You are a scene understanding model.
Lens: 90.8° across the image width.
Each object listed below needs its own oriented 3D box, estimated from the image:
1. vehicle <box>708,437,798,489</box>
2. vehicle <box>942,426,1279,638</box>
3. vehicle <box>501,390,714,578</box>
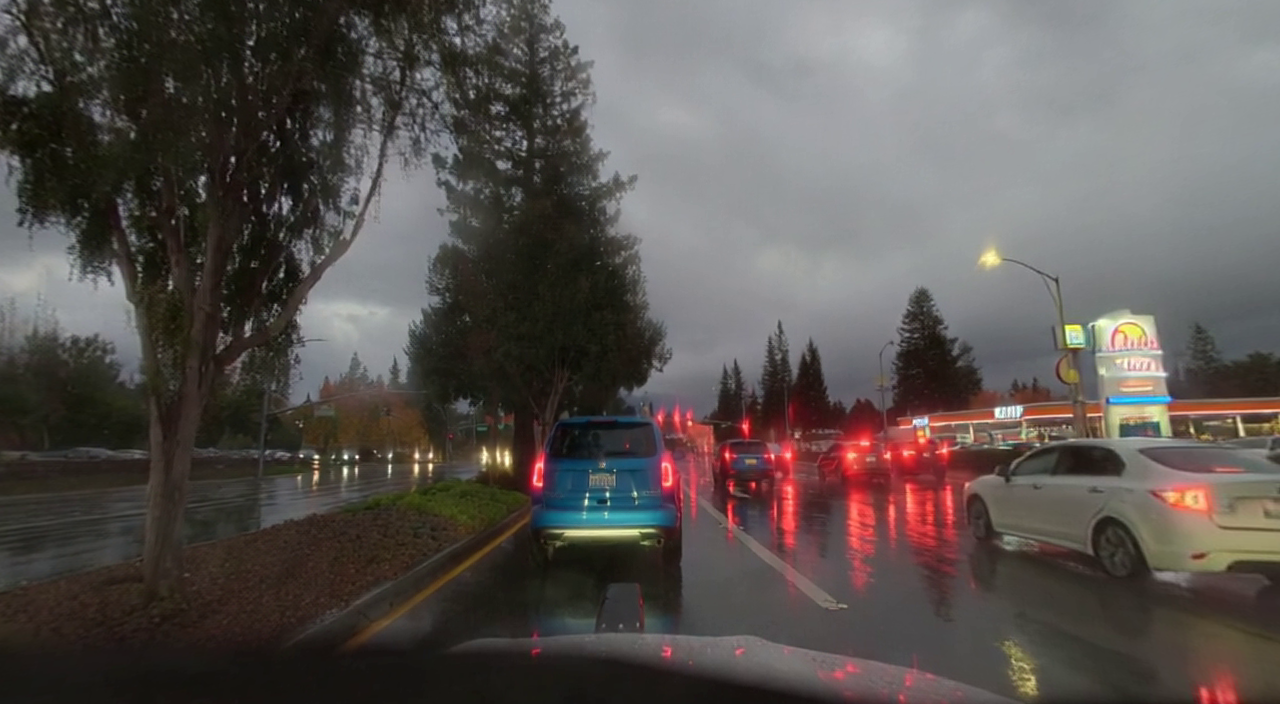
[{"bbox_3d":[3.695,3.743,21.593,2.098,1.555,4.778,0,-9,-1],"label":"vehicle"},{"bbox_3d":[5.352,1.622,6.830,1.930,1.478,4.643,0,-9,1],"label":"vehicle"},{"bbox_3d":[-0.293,1.649,8.639,2.096,1.837,4.687,0,-9,1],"label":"vehicle"}]
